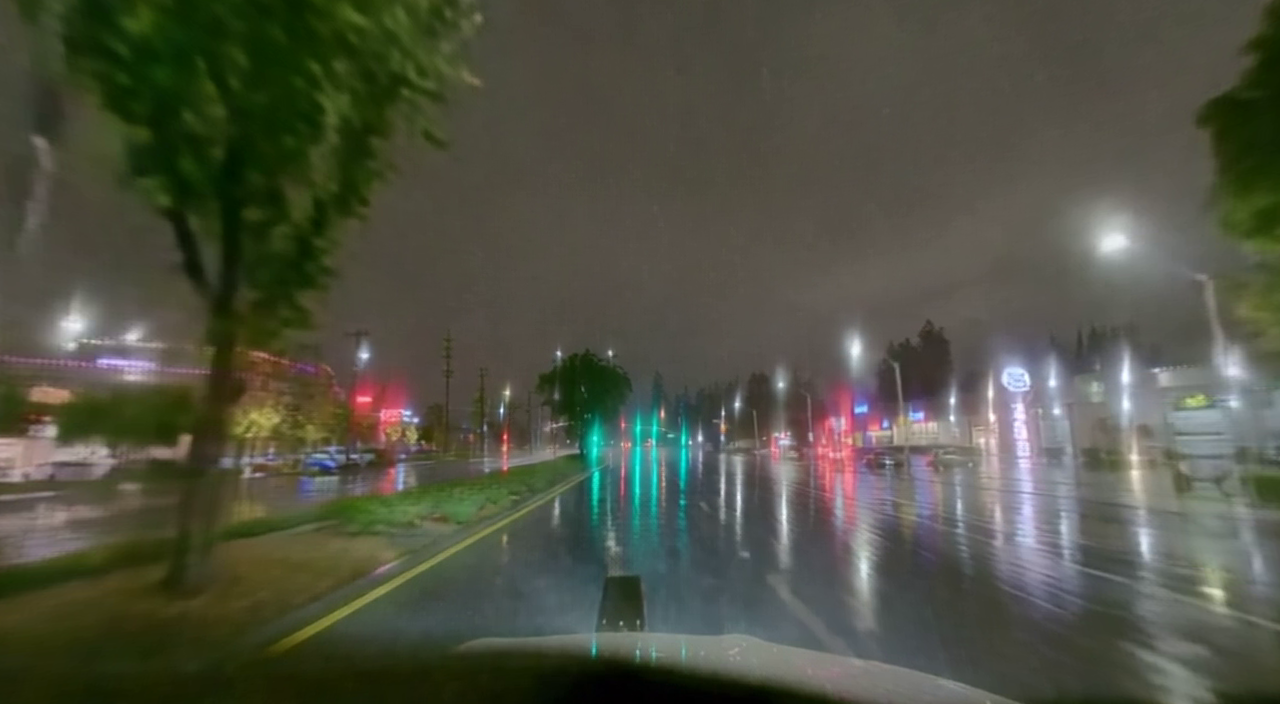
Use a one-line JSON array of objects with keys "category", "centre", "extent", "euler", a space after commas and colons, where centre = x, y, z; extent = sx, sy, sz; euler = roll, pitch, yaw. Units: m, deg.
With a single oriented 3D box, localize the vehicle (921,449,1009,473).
[{"category": "vehicle", "centre": [20.705, 6.940, 40.374], "extent": [4.500, 1.456, 1.962], "euler": [-1, -8, 2]}]
